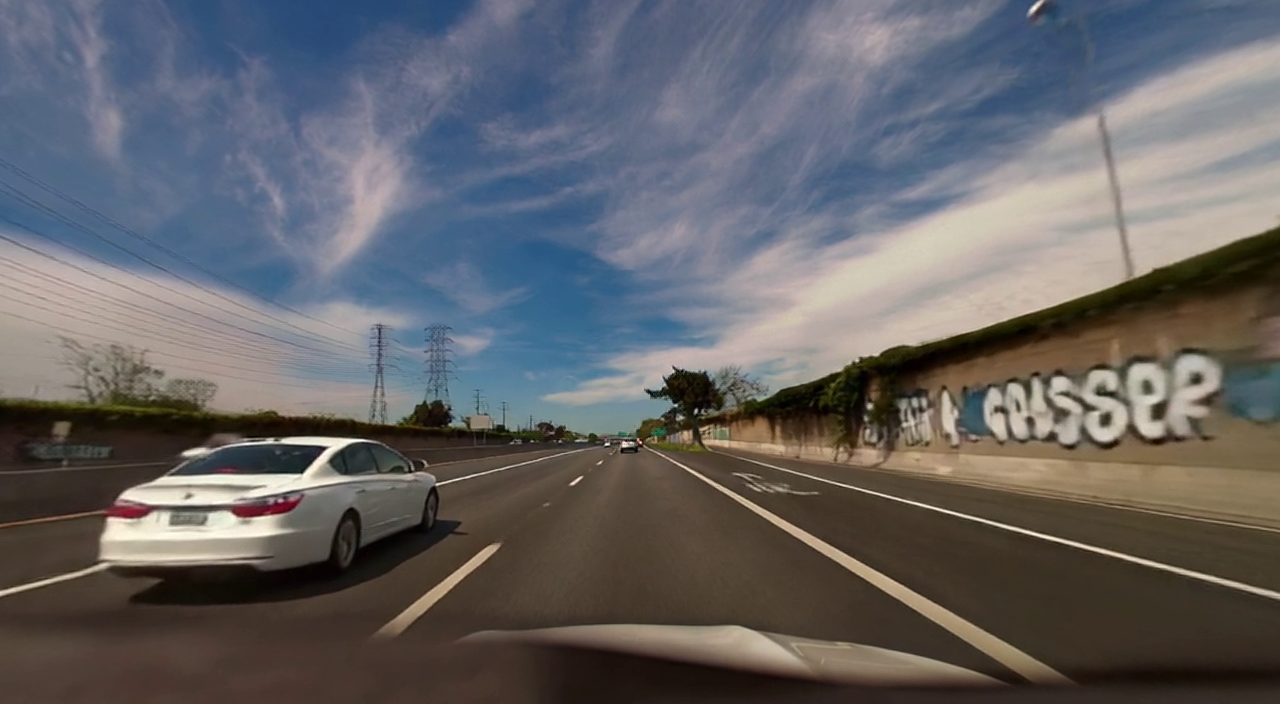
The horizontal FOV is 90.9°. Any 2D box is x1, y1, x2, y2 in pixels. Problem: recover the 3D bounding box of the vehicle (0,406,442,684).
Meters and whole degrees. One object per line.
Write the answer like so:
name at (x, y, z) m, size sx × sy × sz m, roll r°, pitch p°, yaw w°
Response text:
vehicle at (-3.639, 1.387, 5.960) m, size 2.000 × 1.513 × 4.901 m, roll 0°, pitch -8°, yaw -1°
